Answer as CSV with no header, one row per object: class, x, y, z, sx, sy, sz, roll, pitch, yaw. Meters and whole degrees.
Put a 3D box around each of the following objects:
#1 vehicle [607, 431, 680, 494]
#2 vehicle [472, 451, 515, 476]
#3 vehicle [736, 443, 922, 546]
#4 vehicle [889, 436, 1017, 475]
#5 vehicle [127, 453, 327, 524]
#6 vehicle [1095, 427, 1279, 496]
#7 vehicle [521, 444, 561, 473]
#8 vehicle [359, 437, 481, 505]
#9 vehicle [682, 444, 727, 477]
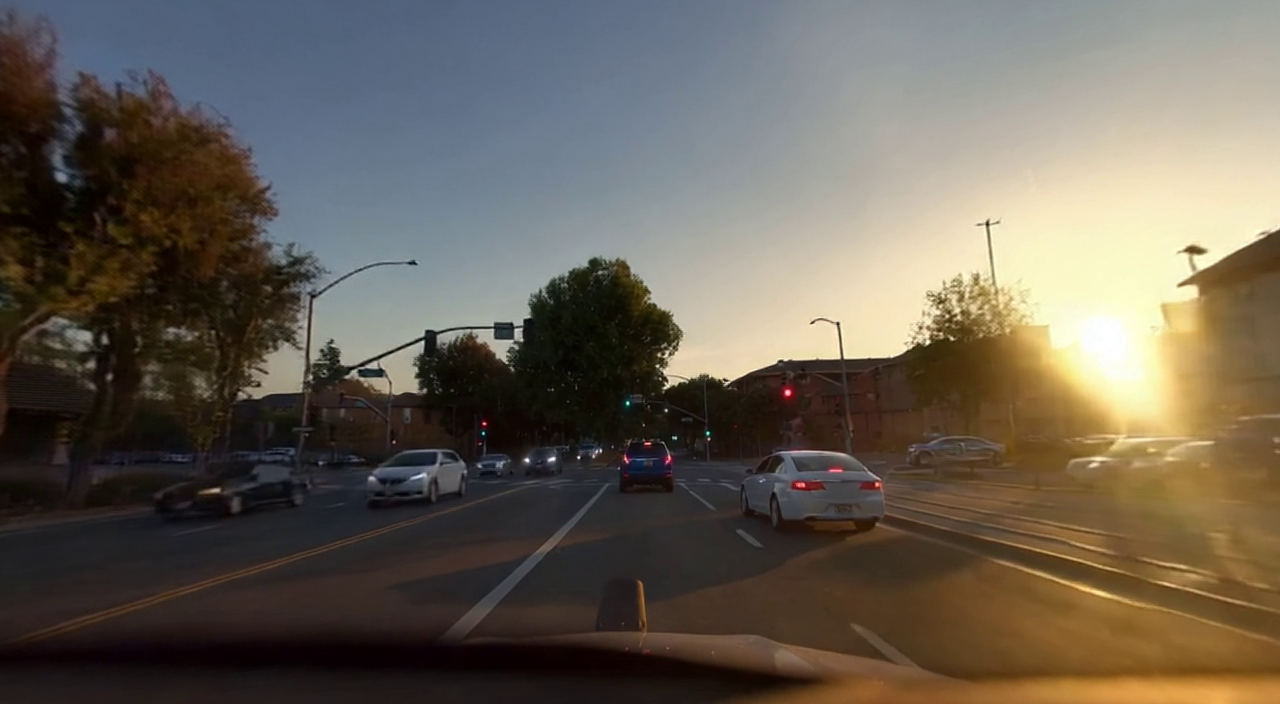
vehicle,0.105,3.789,21.848,2.296,1.947,4.168,0,-9,0
vehicle,-10.145,7.700,43.664,1.943,1.552,4.670,0,-9,-1
vehicle,3.123,2.425,11.483,1.900,1.478,4.425,0,-9,-2
vehicle,13.669,4.535,27.593,4.507,1.610,2.045,0,-9,-1
vehicle,-10.010,3.298,15.770,1.962,1.458,4.505,0,-9,0
vehicle,13.661,2.520,14.592,4.772,1.447,1.747,0,-8,1
vehicle,-6.653,7.227,42.695,1.957,1.836,4.434,0,-9,1
vehicle,-6.451,3.526,19.023,2.092,1.802,4.270,0,-9,1
vehicle,3.614,6.151,35.938,2.138,1.729,4.178,0,-9,-1
